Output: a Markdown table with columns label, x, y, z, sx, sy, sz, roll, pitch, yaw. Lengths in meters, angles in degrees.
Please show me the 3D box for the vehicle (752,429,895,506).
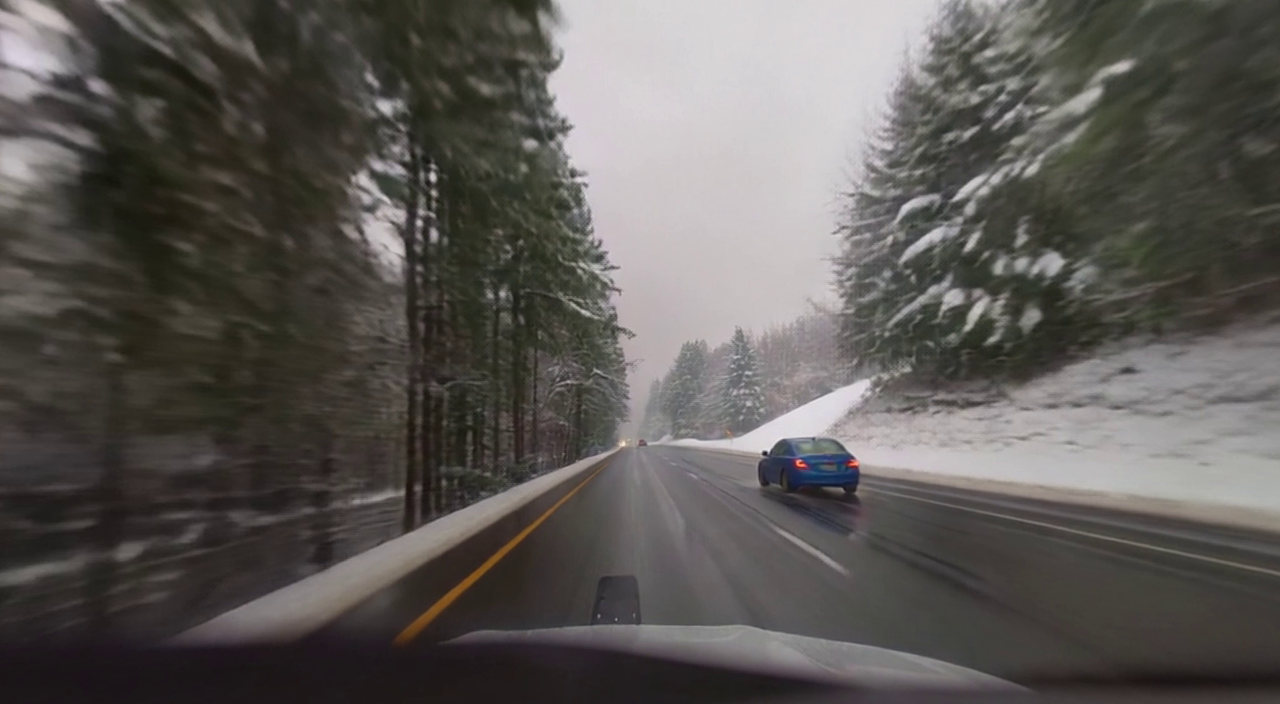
| label | x | y | z | sx | sy | sz | roll | pitch | yaw |
| --- | --- | --- | --- | --- | --- | --- | --- | --- | --- |
| vehicle | 4.148 | 2.680 | 15.150 | 1.905 | 1.525 | 4.719 | 0 | -8 | -1 |
